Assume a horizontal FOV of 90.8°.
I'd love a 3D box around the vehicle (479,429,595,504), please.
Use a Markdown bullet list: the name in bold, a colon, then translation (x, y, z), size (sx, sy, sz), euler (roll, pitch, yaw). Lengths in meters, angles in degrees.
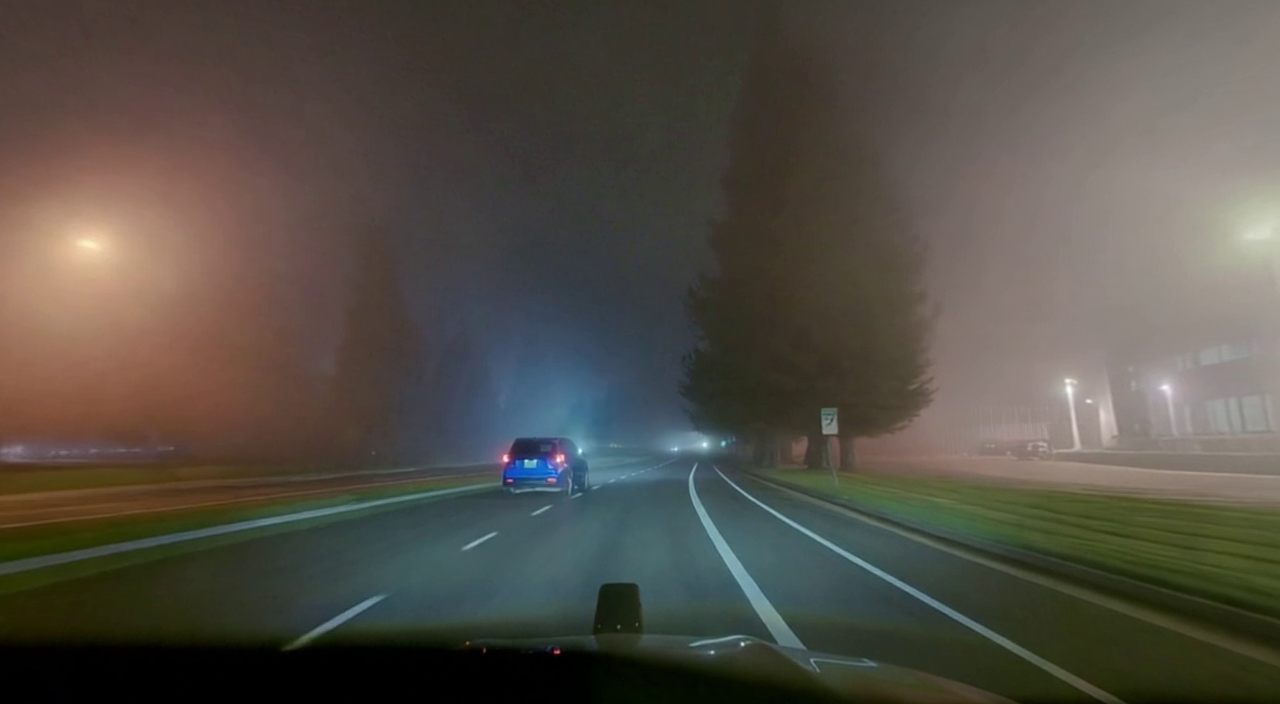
- **vehicle**: translation (-2.554, 2.999, 16.912), size (2.121, 1.724, 4.392), euler (-1, -9, 3)
